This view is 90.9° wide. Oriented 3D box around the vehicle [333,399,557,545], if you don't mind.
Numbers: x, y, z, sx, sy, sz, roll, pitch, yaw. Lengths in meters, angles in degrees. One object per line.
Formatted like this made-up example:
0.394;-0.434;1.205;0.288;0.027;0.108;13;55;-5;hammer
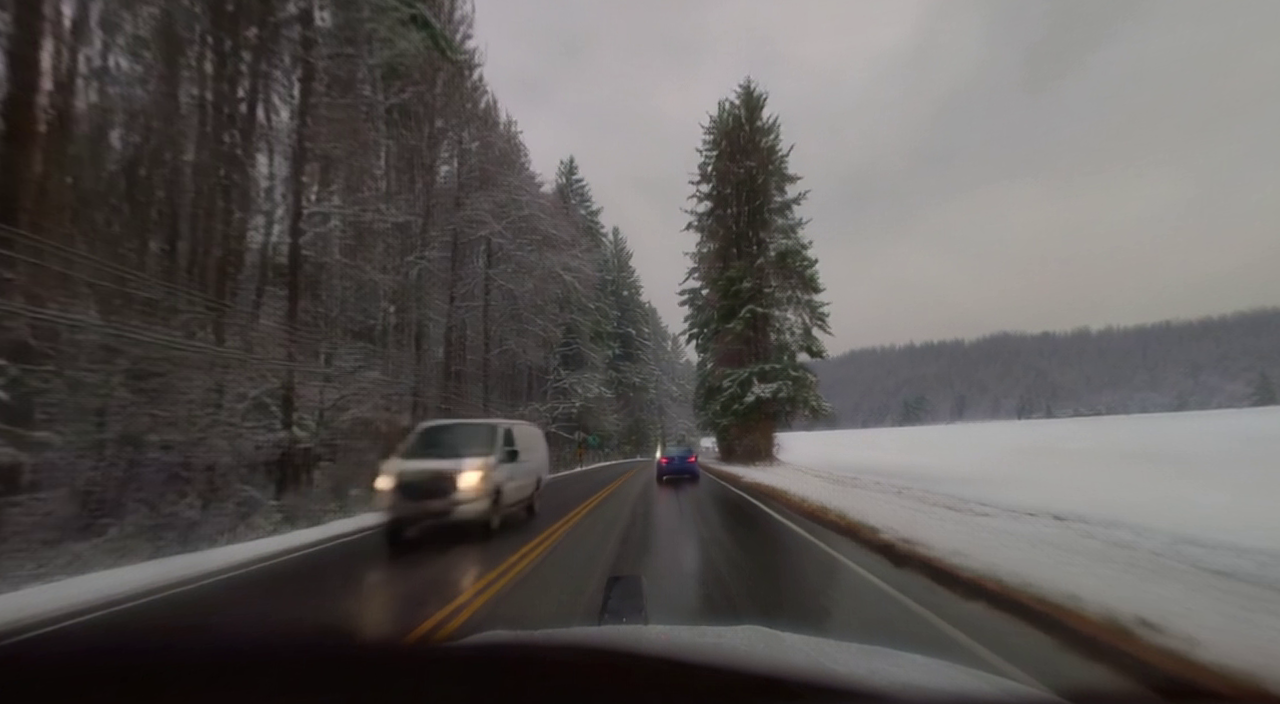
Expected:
-2.957;1.951;10.835;2.291;1.975;4.308;0;-8;2;vehicle

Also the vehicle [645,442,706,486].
1.389;4.476;25.572;2.274;1.583;4.349;0;-8;2;vehicle
